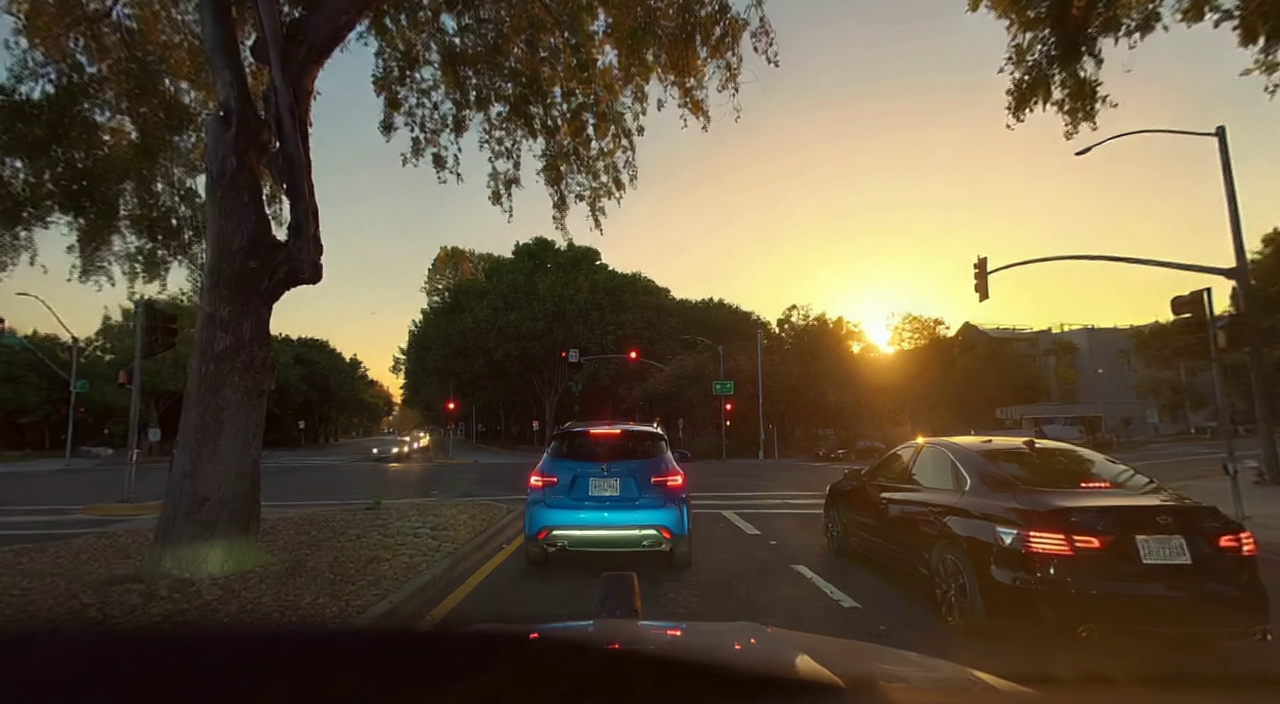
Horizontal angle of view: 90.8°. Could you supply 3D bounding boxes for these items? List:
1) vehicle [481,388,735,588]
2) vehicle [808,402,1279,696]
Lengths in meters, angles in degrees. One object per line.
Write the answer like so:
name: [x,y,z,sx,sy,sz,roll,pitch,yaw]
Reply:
vehicle: [-0.343,1.523,7.808,2.247,1.760,4.231,0,-9,-2]
vehicle: [3.172,1.403,5.778,1.932,1.562,4.629,0,-9,-1]
